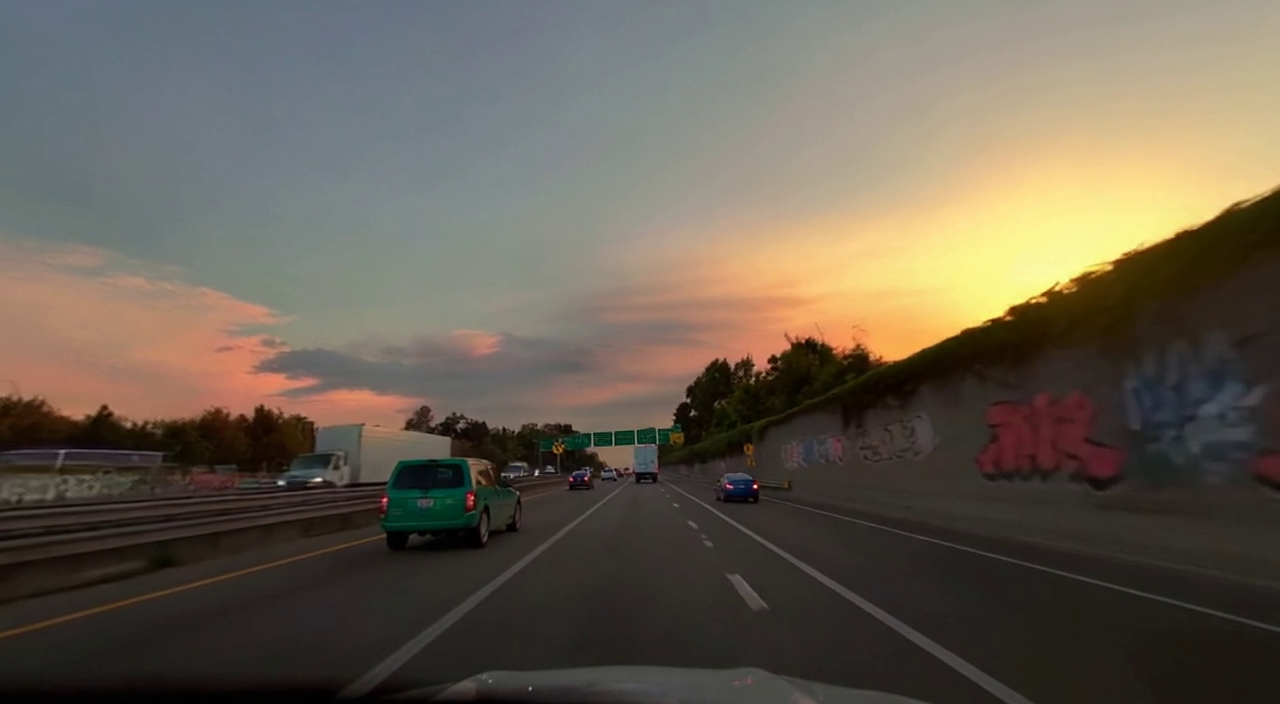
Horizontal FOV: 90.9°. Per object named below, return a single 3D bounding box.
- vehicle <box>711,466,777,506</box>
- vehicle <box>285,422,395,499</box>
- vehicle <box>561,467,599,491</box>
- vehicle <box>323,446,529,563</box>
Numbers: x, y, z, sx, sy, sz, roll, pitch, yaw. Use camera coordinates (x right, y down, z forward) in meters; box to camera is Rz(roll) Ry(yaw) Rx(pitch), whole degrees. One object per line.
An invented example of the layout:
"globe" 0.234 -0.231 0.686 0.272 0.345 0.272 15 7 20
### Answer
"vehicle" 4.146 5.415 25.717 1.917 1.458 4.199 1 -10 -1
"vehicle" -16.744 6.169 35.736 3.036 3.971 5.894 0 -10 0
"vehicle" -3.891 8.337 41.580 2.054 1.443 4.131 0 -10 0
"vehicle" -3.415 2.566 11.187 2.004 1.610 4.508 0 -10 1
